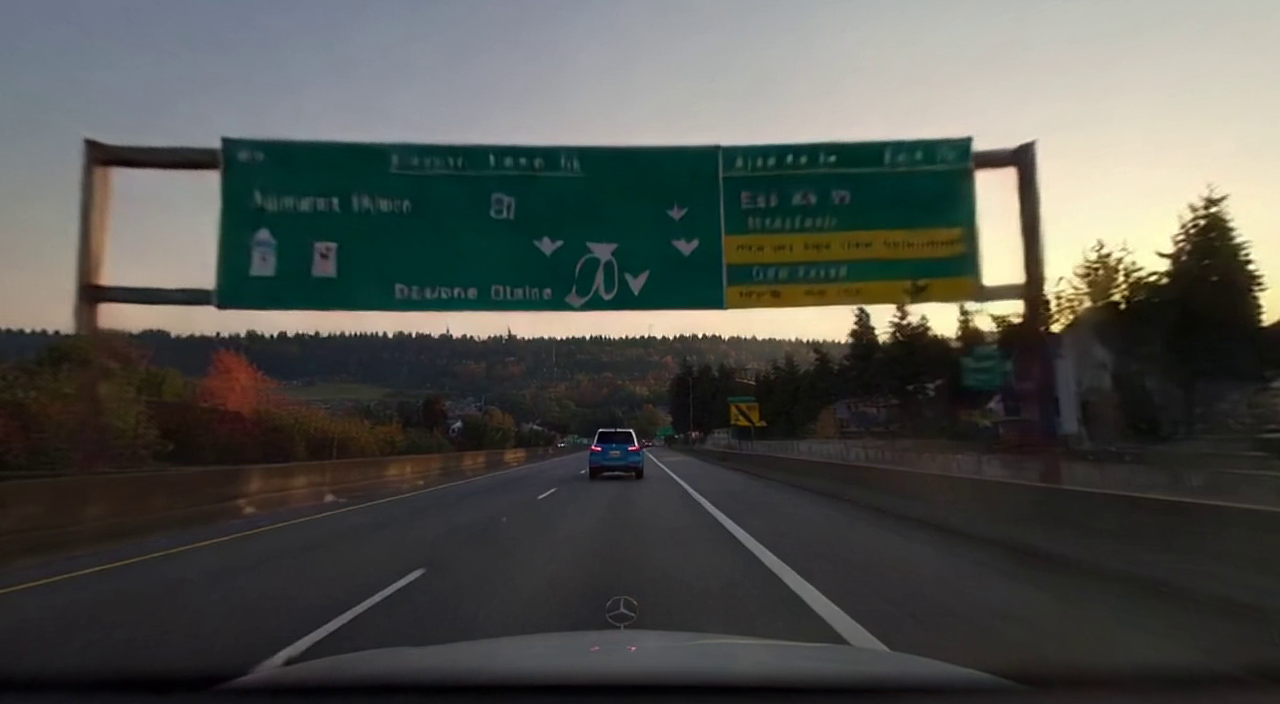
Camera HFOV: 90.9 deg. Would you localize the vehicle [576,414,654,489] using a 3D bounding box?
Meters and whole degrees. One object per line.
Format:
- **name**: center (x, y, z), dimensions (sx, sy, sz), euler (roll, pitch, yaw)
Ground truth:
- **vehicle**: center (-0.768, 3.263, 20.827), dimensions (2.248, 2.154, 4.892), euler (0, -8, -1)
